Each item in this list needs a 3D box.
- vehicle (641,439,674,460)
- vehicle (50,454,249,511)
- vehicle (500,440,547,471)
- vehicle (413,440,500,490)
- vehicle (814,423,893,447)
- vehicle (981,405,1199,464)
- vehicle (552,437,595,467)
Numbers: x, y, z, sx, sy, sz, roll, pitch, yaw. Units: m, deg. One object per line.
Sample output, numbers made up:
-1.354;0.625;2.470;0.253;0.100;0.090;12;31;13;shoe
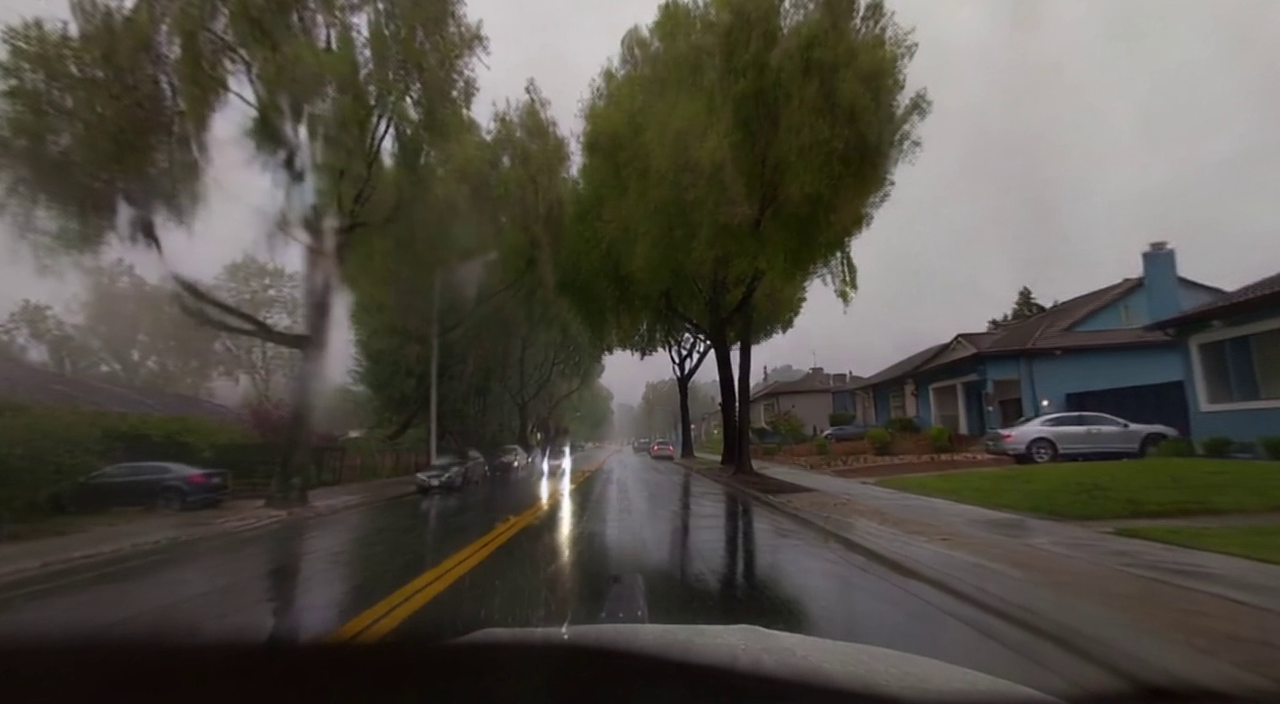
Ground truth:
1.275;7.237;46.814;1.996;1.516;4.122;1;-9;-5;vehicle
-14.003;3.690;18.138;4.487;1.464;1.889;-2;-9;11;vehicle
-6.918;6.172;37.904;2.033;1.721;4.328;0;-9;-1;vehicle
-6.688;4.151;23.537;2.031;1.662;4.194;0;-9;-1;vehicle
12.979;5.114;38.678;4.370;1.433;1.889;-2;-9;12;vehicle
12.266;2.336;17.571;4.389;1.480;2.038;-2;-9;9;vehicle
-3.961;6.076;38.380;2.106;1.688;4.392;0;-9;0;vehicle
